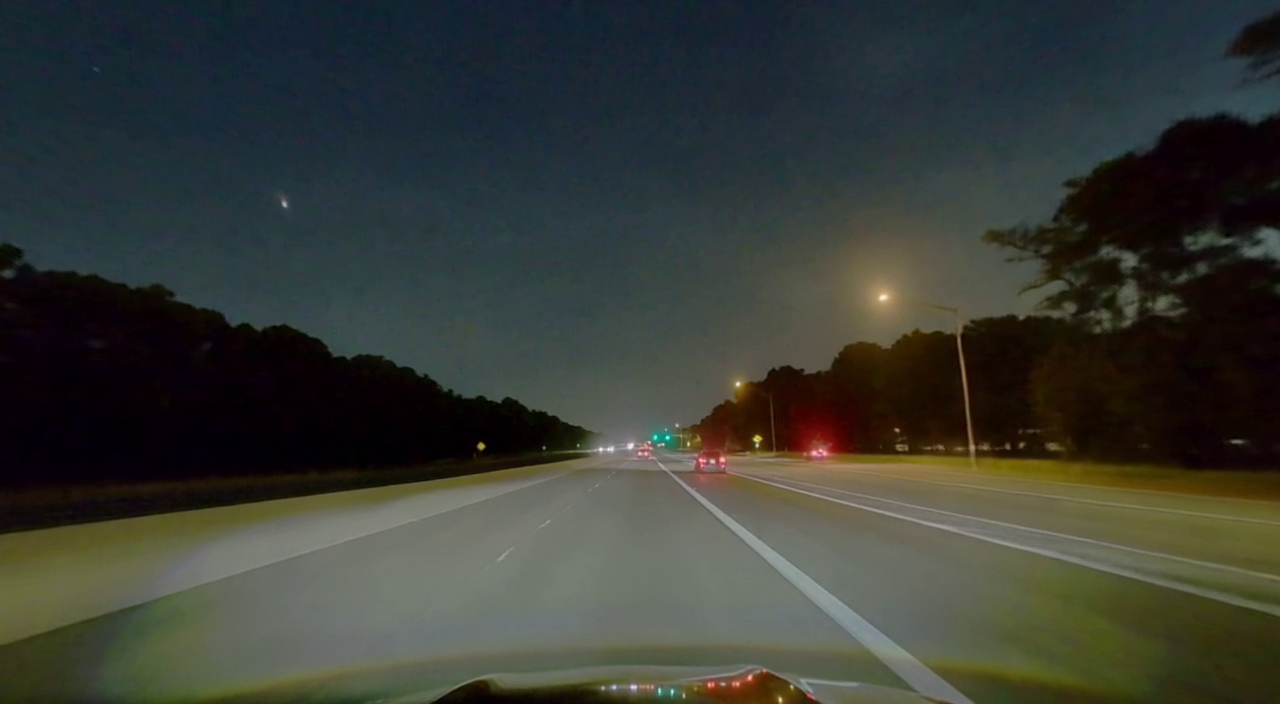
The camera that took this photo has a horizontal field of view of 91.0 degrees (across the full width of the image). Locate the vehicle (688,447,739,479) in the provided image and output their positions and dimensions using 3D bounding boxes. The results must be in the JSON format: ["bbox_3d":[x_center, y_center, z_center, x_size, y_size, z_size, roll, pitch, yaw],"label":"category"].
[{"bbox_3d":[3.786,5.797,33.194,2.115,1.522,4.330,0,-9,0],"label":"vehicle"}]
